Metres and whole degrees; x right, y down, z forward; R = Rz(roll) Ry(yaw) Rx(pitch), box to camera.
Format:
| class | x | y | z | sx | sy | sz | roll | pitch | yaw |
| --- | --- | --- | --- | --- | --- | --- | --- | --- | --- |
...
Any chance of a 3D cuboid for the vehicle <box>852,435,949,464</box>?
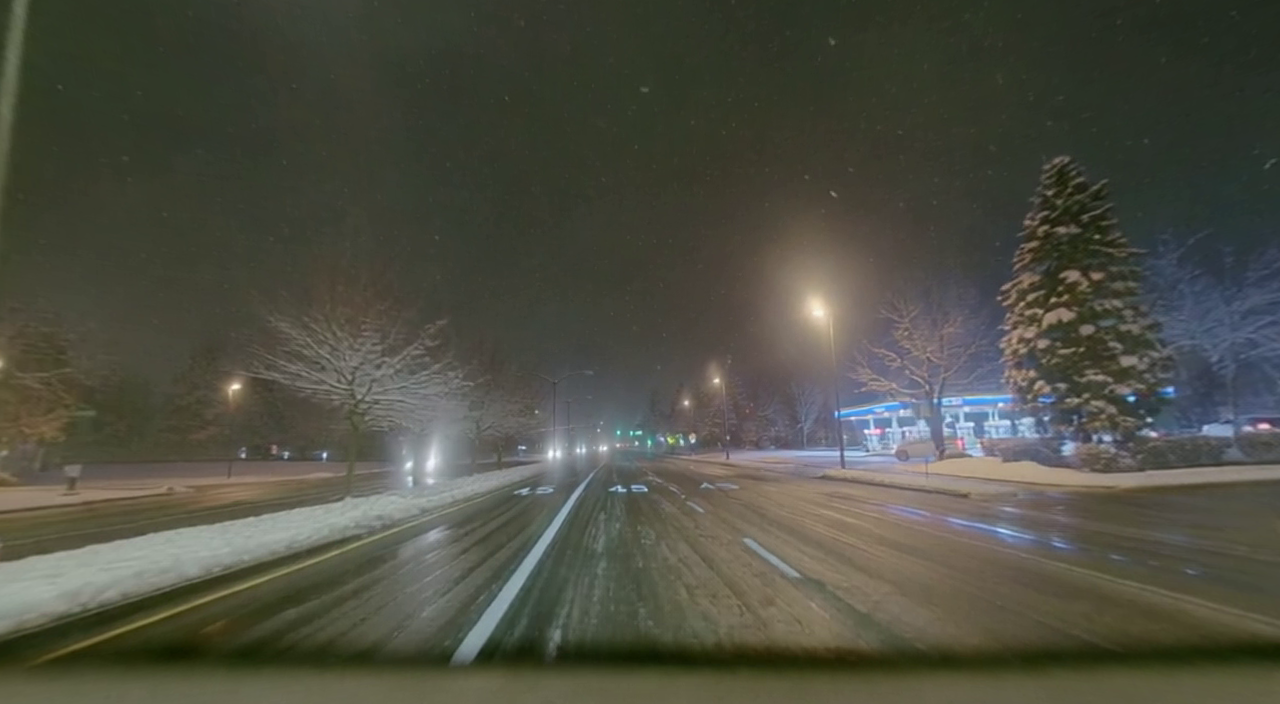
| class | x | y | z | sx | sy | sz | roll | pitch | yaw |
| --- | --- | --- | --- | --- | --- | --- | --- | --- | --- |
| vehicle | 14.610 | 5.509 | 35.628 | 4.548 | 1.568 | 1.953 | 0 | -9 | -2 |

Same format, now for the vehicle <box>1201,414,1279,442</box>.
| class | x | y | z | sx | sy | sz | roll | pitch | yaw |
| --- | --- | --- | --- | --- | --- | --- | --- | --- | --- |
| vehicle | 40.570 | 5.087 | 42.053 | 1.889 | 1.699 | 4.777 | -1 | -8 | -1 |
